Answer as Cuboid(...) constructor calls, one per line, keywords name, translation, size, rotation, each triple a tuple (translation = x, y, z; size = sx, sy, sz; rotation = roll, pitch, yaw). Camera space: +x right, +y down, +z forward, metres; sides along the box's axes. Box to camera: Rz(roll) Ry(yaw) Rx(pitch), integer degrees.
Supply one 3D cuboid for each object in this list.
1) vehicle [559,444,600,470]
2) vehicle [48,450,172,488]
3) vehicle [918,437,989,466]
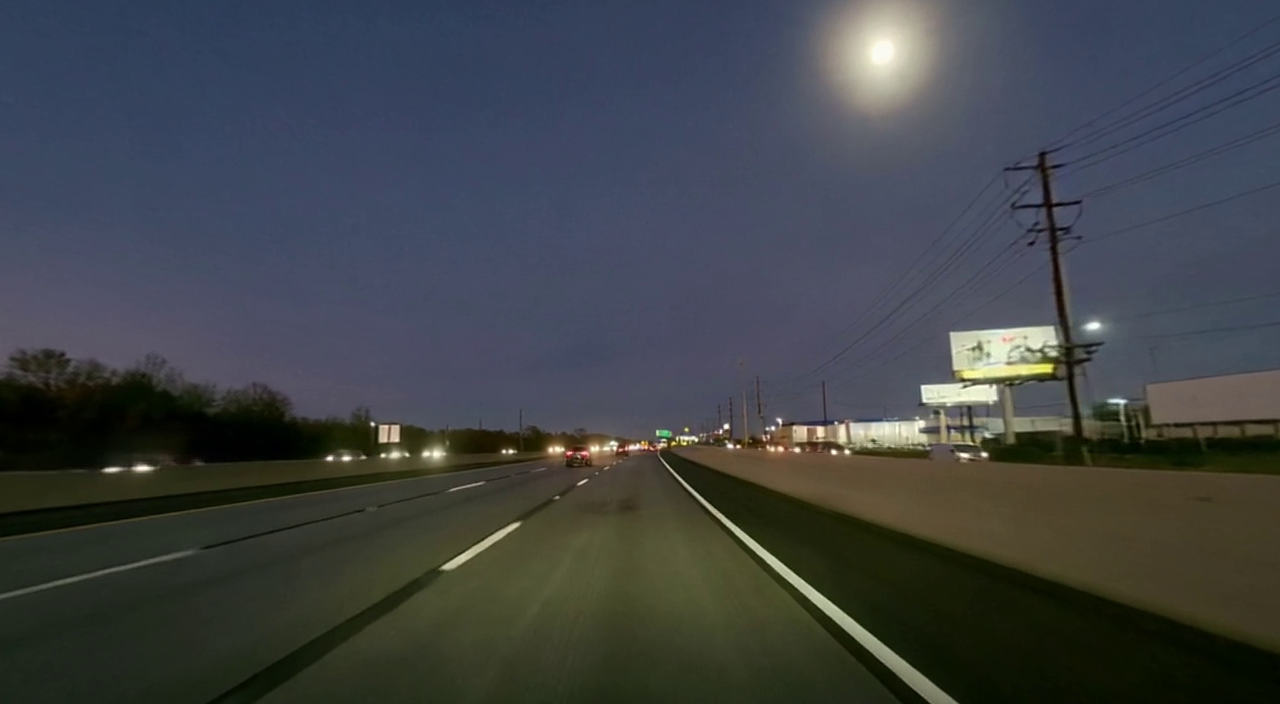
Cuboid(name="vehicle", translation=(-3.617, 6.385, 38.693), size=(1.940, 1.479, 4.545), rotation=(0, -9, 1))
Cuboid(name="vehicle", translation=(-25.015, 5.500, 30.105), size=(1.812, 1.487, 4.833), rotation=(-3, -8, 0))
Cuboid(name="vehicle", translation=(19.016, 6.033, 38.547), size=(1.842, 1.639, 4.554), rotation=(0, -9, -2))
